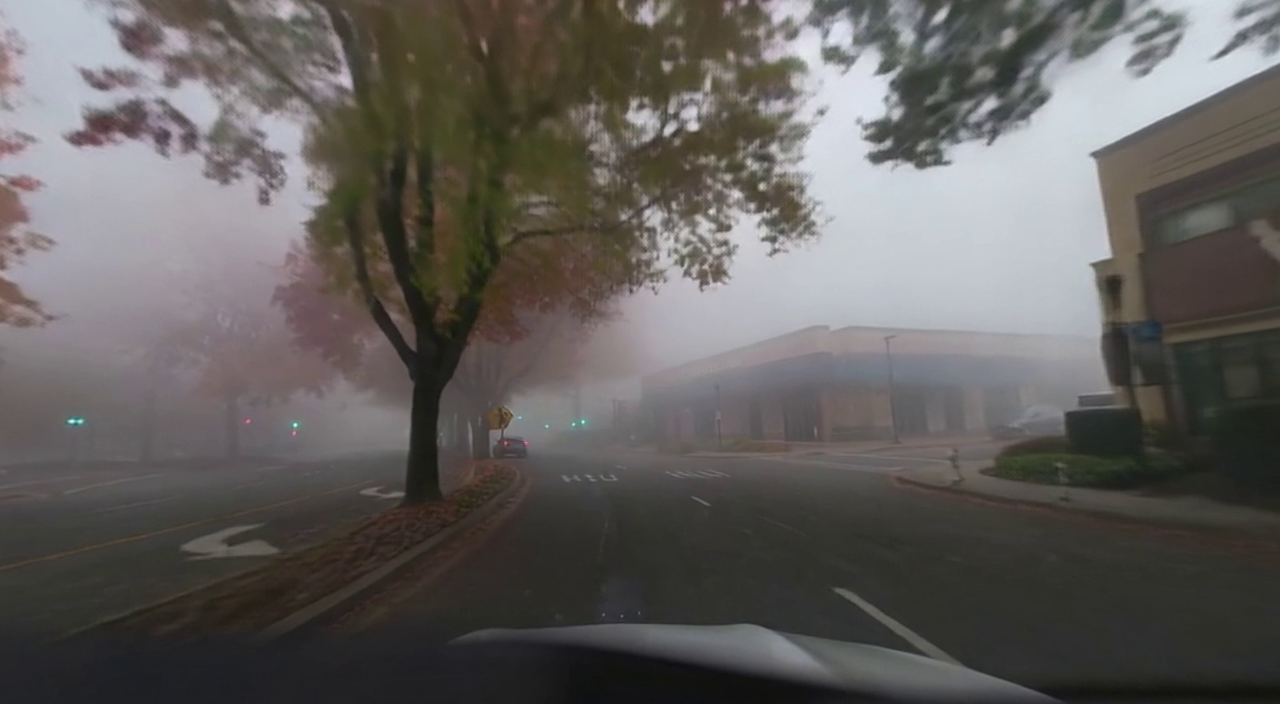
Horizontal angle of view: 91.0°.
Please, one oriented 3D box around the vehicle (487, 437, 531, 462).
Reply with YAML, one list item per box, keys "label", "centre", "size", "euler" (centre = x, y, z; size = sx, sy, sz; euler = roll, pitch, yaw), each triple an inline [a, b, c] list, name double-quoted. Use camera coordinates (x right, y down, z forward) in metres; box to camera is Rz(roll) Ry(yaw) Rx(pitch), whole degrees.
- label: "vehicle"
  centre: [-8.530, 6.330, 40.845]
  size: [2.018, 1.512, 4.304]
  euler: [3, -9, -22]
